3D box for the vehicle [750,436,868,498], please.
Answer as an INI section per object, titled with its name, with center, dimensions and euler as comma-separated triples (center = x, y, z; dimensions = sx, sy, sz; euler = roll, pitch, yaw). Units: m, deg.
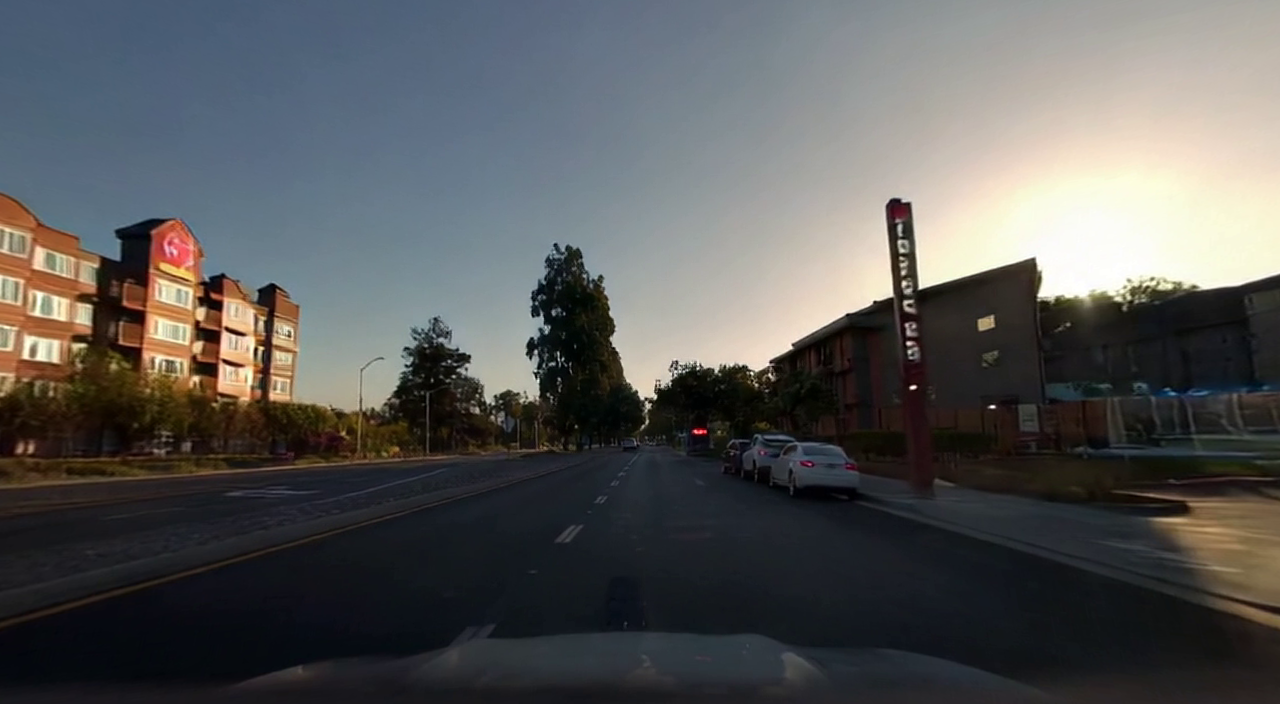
[vehicle]
center = 4.652, 3.237, 18.246
dimensions = 2.085, 1.509, 5.134
euler = 0, -8, 1
